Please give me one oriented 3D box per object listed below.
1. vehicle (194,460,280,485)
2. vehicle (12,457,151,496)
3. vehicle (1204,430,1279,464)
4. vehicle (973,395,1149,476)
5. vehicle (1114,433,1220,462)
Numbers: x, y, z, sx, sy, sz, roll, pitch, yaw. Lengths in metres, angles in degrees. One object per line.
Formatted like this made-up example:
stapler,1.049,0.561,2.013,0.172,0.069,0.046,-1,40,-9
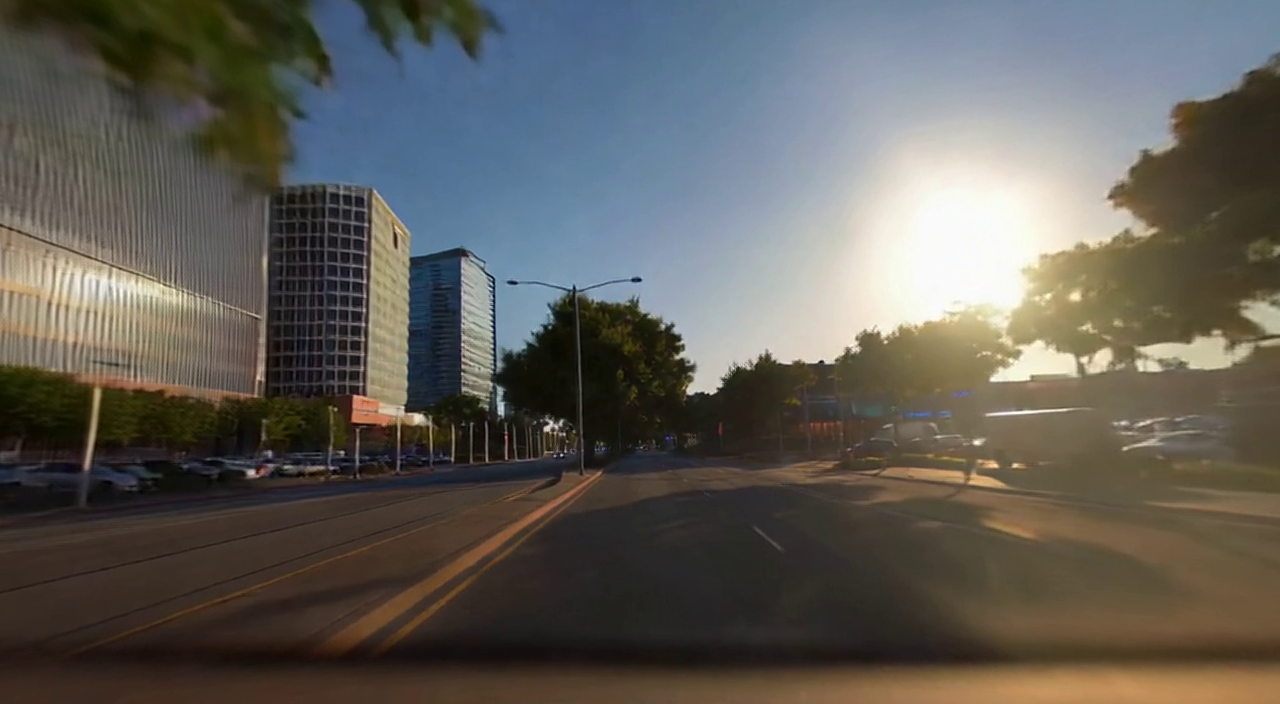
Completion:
vehicle,-27.538,8.208,43.292,4.633,1.454,1.909,7,-11,-41
vehicle,-27.717,6.167,31.621,4.879,1.724,2.086,6,-10,-34
vehicle,31.780,4.858,32.363,3.891,1.708,1.847,0,-9,-1
vehicle,19.427,4.133,30.057,2.630,3.176,8.459,-2,-10,2
vehicle,31.843,5.816,38.274,4.505,1.450,2.051,-3,-10,-2
